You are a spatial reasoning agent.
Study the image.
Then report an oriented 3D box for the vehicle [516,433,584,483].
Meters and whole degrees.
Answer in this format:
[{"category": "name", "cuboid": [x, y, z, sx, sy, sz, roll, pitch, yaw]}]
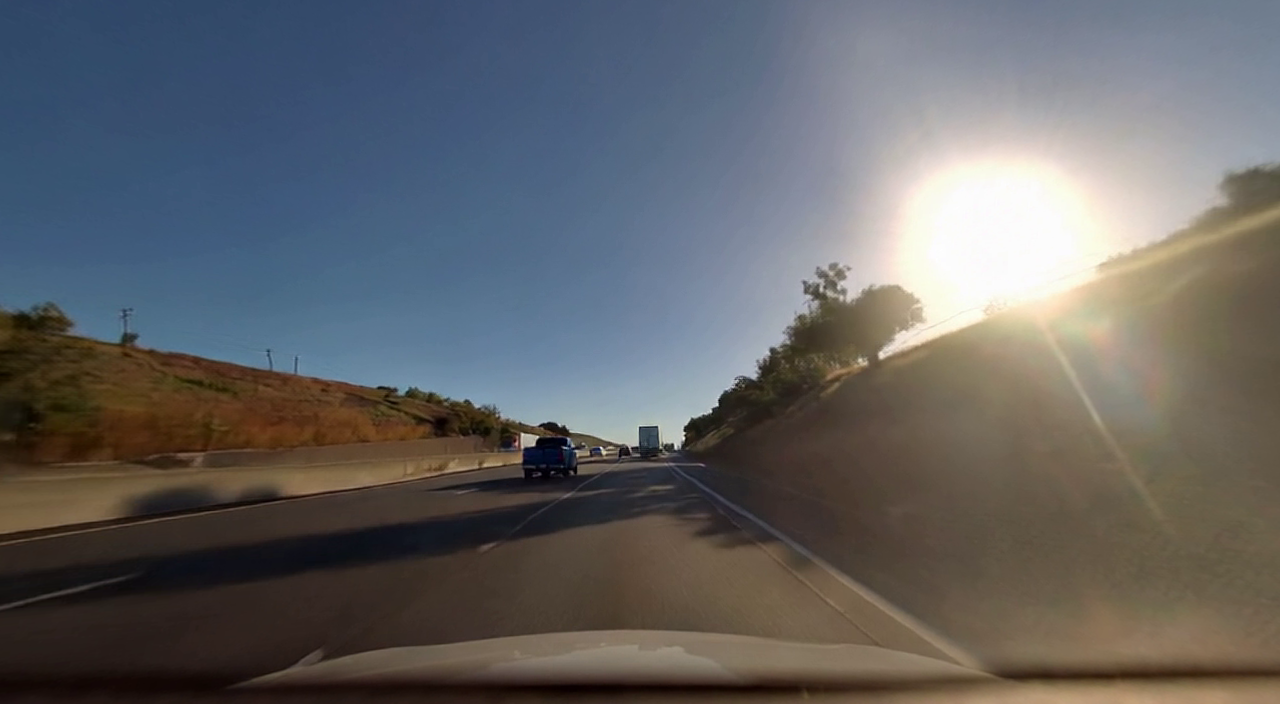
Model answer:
[{"category": "vehicle", "cuboid": [-3.836, 4.677, 28.049, 2.216, 1.949, 5.237, 0, -9, 0]}]
